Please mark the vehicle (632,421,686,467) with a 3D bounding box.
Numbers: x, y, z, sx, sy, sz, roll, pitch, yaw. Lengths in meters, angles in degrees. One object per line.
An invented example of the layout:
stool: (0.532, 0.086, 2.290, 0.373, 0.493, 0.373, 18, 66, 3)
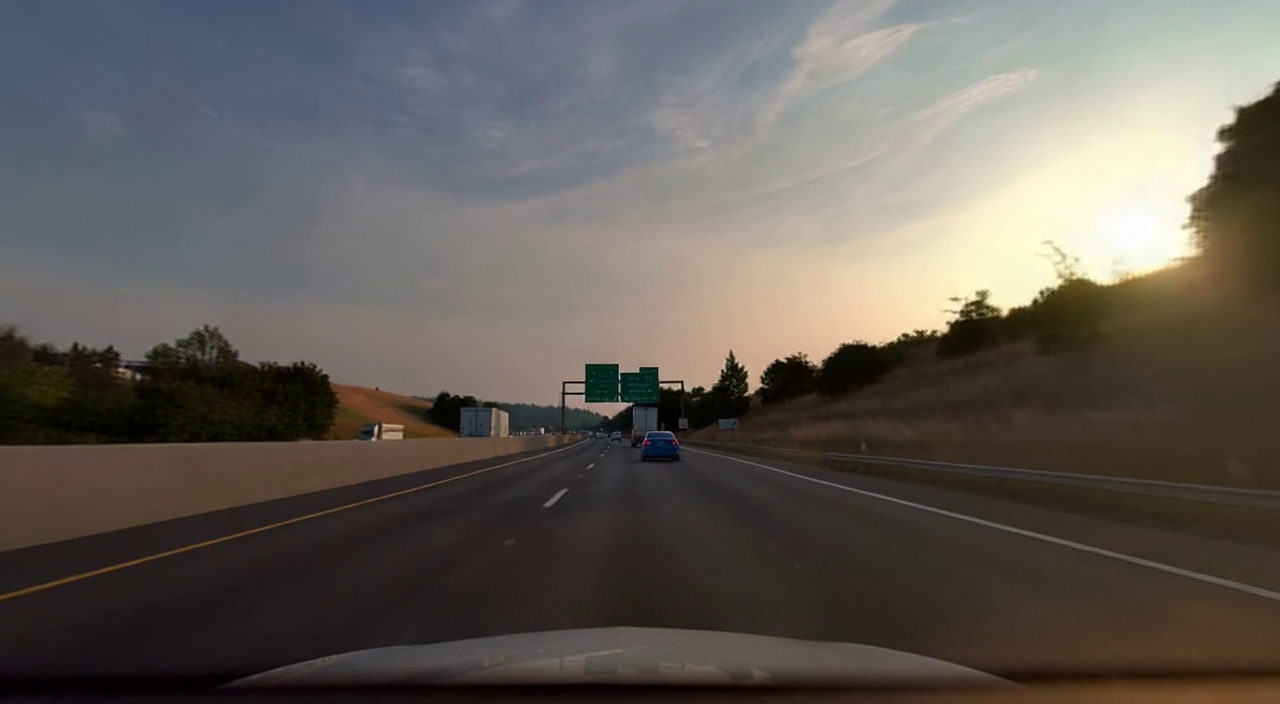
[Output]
vehicle: (0.770, 4.122, 28.432, 2.076, 1.914, 4.287, 0, -8, -3)
